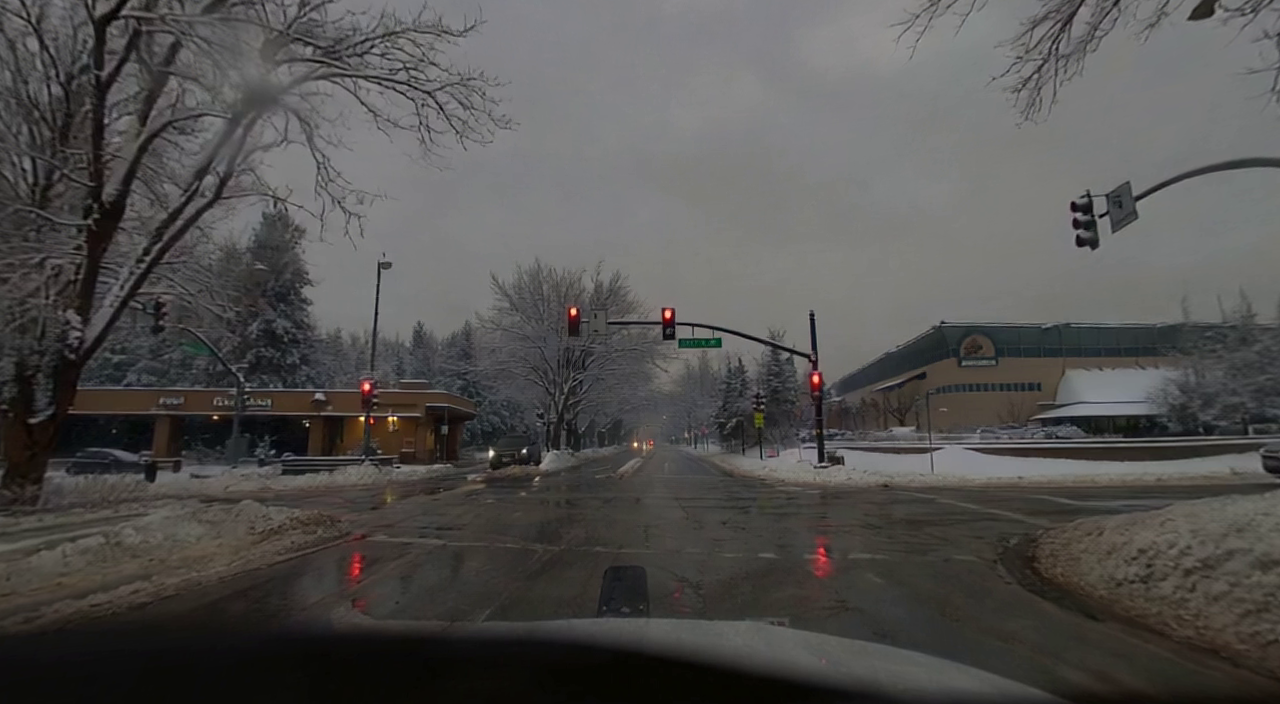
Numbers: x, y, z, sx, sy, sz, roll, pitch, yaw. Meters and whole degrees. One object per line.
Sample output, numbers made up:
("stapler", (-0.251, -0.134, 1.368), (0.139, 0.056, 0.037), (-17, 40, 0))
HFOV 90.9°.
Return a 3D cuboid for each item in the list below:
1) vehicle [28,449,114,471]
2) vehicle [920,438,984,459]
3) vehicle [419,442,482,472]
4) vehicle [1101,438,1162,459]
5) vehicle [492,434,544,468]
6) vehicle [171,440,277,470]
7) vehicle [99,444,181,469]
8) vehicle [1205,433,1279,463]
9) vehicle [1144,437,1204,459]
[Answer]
("vehicle", (-39.150, 7.454, 43.425), (4.144, 1.446, 1.769), (0, -8, 0))
("vehicle", (21.477, 6.650, 43.379), (3.576, 1.425, 1.702), (2, -9, -13))
("vehicle", (-10.636, 5.902, 35.707), (2.041, 1.548, 4.868), (0, -8, 0))
("vehicle", (38.497, 7.543, 49.496), (1.837, 1.514, 4.786), (-2, -9, 13))
("vehicle", (-7.157, 5.855, 37.445), (2.081, 1.818, 4.782), (0, -8, 1))
("vehicle", (-24.548, 6.071, 37.320), (4.844, 1.690, 2.028), (0, -8, 2))
("vehicle", (-38.660, 8.066, 48.833), (4.516, 1.834, 2.016), (0, -8, -1))
("vehicle", (30.445, 4.792, 31.635), (1.631, 1.418, 3.531), (-2, -9, 17))
("vehicle", (41.253, 7.449, 48.771), (1.767, 1.456, 4.191), (-5, -12, 15))
